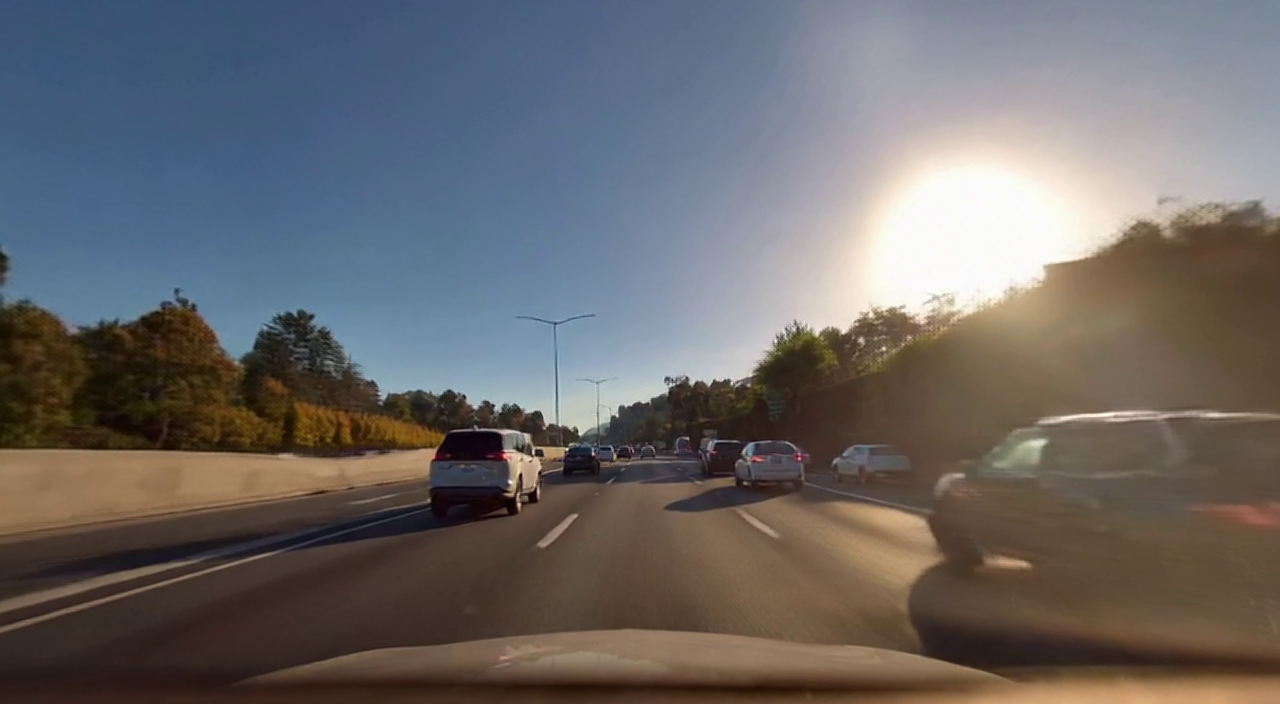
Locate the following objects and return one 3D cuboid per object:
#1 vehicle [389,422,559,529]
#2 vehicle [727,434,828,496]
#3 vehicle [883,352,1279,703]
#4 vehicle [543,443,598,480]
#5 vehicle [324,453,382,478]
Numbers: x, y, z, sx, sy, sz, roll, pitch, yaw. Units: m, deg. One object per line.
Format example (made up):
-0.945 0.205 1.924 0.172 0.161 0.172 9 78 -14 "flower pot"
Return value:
-3.085 2.415 12.973 2.139 1.764 4.707 -1 -8 1 "vehicle"
4.085 3.436 19.659 2.023 1.670 4.869 0 -8 -1 "vehicle"
3.910 1.190 4.888 2.144 1.752 4.765 0 -8 0 "vehicle"
-3.197 5.142 30.029 1.974 1.589 5.047 -1 -8 1 "vehicle"
-19.219 7.579 42.453 1.849 1.503 4.328 0 -8 0 "vehicle"
